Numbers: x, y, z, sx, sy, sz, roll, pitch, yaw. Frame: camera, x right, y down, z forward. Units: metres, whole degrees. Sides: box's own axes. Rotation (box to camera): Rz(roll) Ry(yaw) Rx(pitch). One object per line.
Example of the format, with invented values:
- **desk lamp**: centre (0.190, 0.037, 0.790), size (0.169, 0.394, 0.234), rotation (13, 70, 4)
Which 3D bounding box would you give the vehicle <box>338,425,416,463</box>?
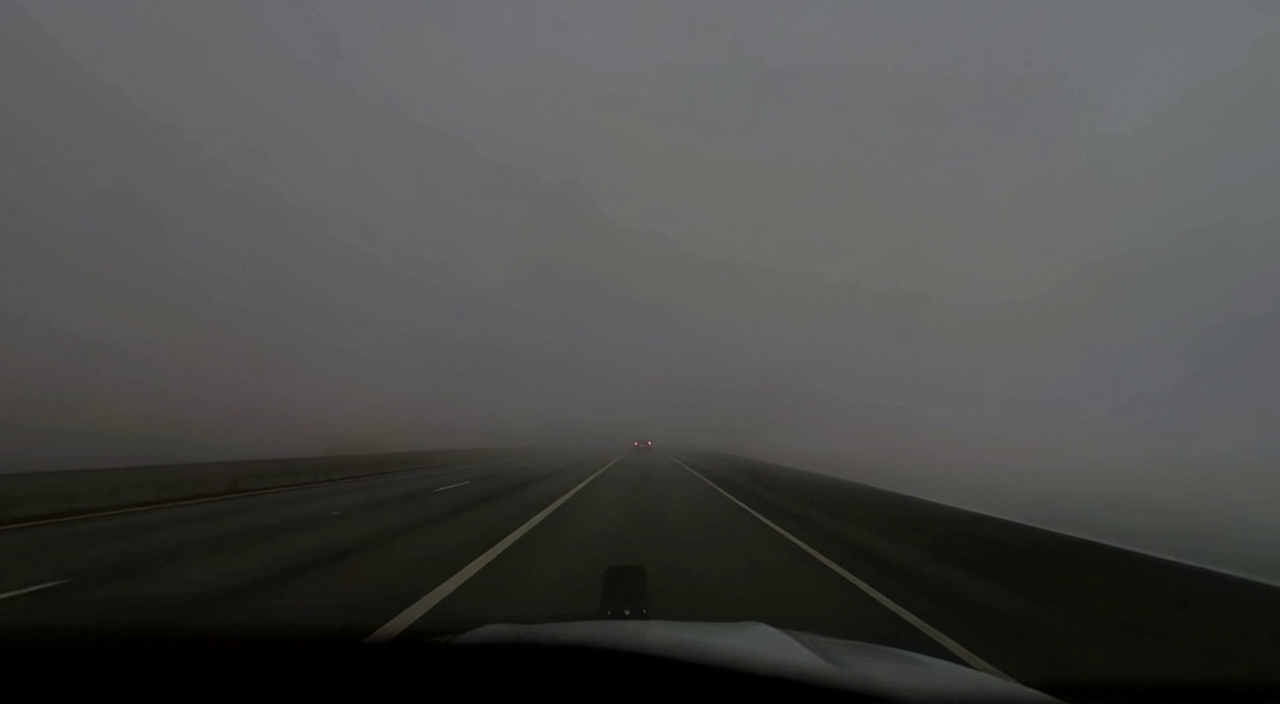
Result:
- **vehicle**: centre (-16.680, 5.871, 40.314), size (2.329, 2.251, 5.801), rotation (0, -8, 1)
